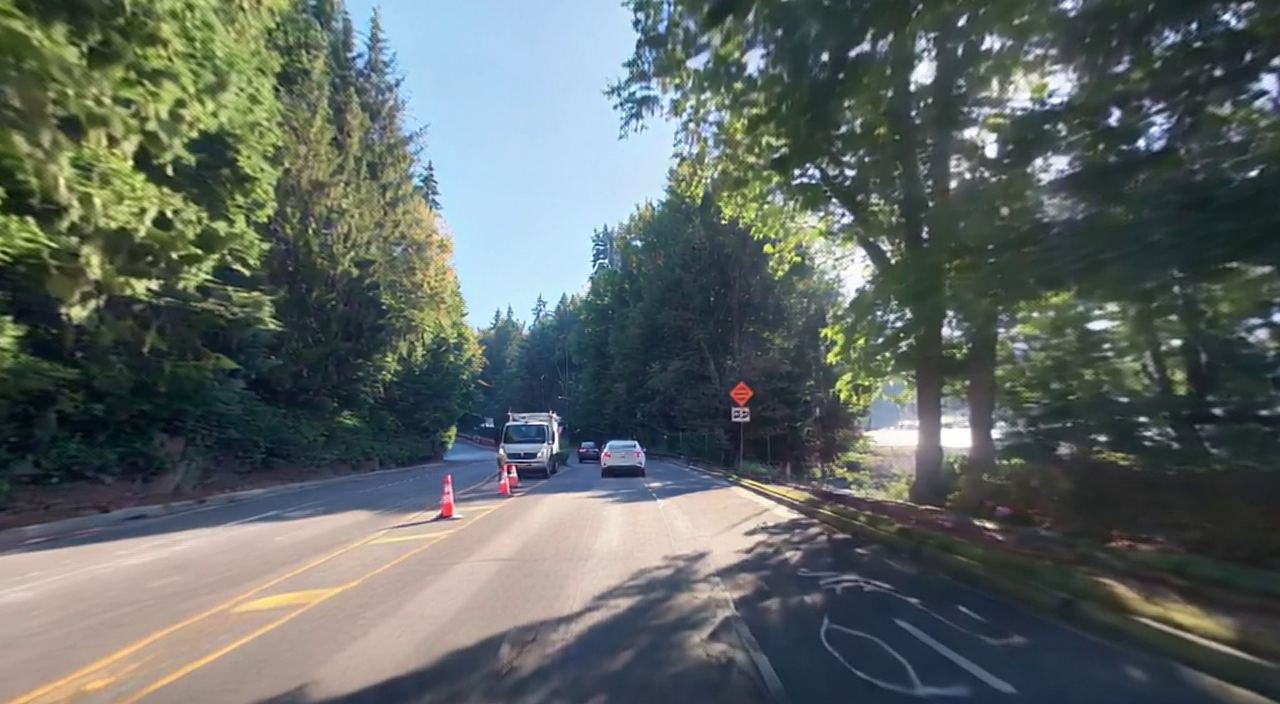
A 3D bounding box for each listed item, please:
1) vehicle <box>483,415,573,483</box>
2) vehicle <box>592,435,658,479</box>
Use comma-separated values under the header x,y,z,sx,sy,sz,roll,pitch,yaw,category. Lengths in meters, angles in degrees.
x,y,z,sx,sy,sz,roll,pitch,yaw,category
-3.730,3.416,22.384,2.671,2.053,6.074,1,-9,-6,vehicle
-0.584,3.809,23.180,2.186,1.463,4.356,0,-8,-3,vehicle
